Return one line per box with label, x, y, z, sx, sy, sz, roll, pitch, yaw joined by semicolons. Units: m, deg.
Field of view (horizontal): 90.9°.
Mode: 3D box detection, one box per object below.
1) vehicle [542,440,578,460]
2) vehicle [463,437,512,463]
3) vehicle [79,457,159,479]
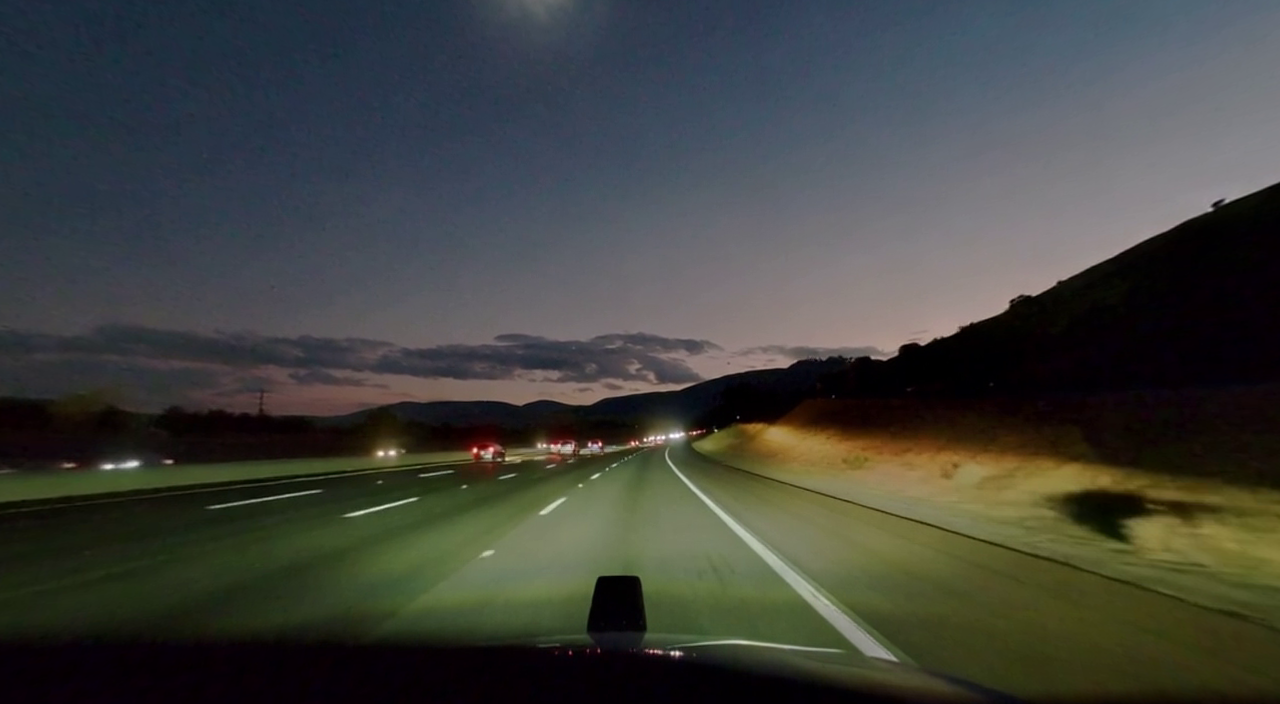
vehicle;-6.247;7.699;49.595;2.107;1.484;4.449;0;-9;2
vehicle;-10.377;6.718;43.182;2.122;1.695;4.437;0;-9;2
vehicle;-39.598;8.843;48.107;1.958;1.485;4.791;0;-9;2
